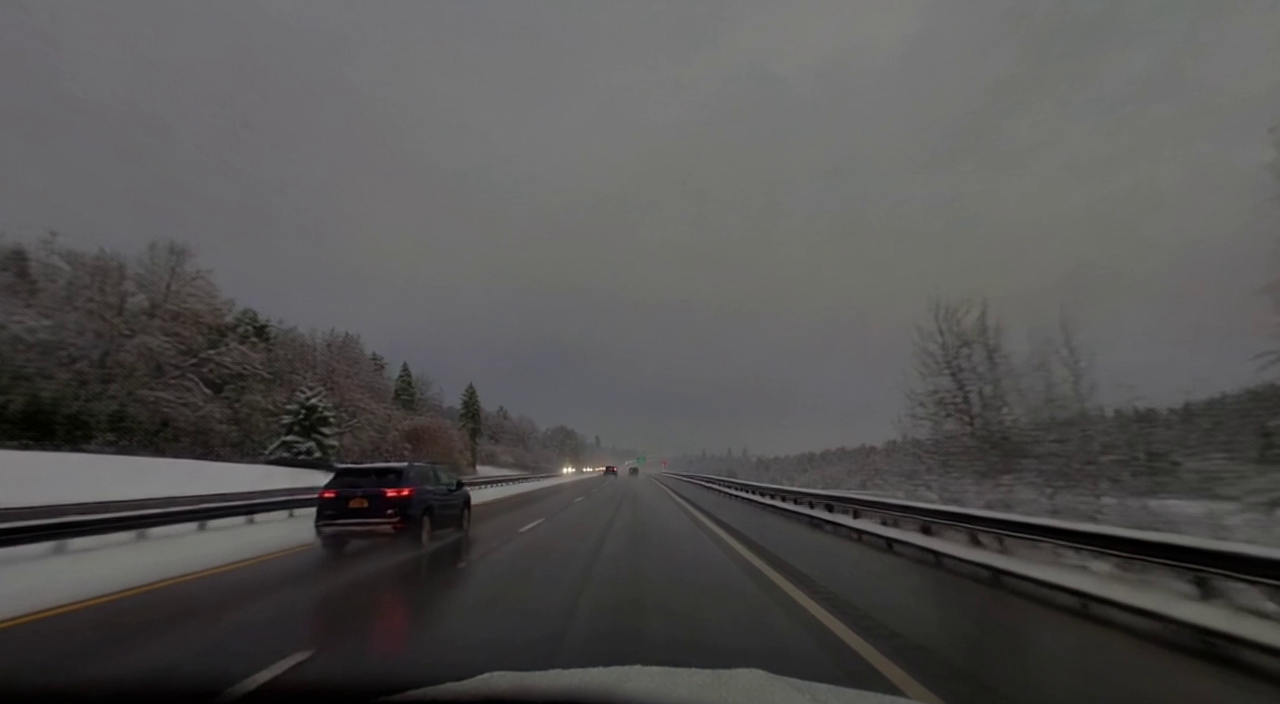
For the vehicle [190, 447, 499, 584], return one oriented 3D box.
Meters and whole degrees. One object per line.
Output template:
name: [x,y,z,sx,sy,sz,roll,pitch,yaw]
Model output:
vehicle: [-3.818,2.264,9.484,2.146,1.441,5.020,1,-10,1]
